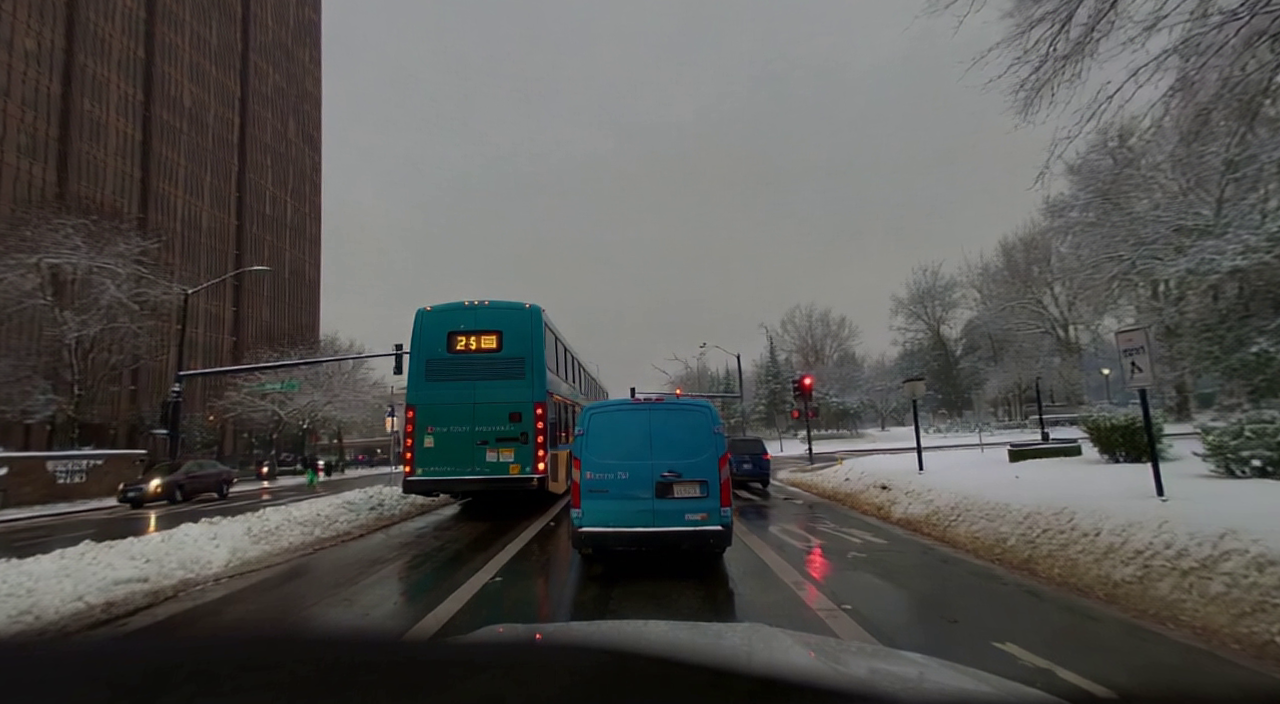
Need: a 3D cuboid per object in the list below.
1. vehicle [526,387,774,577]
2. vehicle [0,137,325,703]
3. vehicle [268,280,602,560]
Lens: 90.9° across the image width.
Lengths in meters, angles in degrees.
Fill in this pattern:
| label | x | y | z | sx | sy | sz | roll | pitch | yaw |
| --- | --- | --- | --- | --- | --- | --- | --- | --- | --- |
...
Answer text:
| label | x | y | z | sx | sy | sz | roll | pitch | yaw |
| --- | --- | --- | --- | --- | --- | --- | --- | --- | --- |
| vehicle | 0.128 | 1.644 | 8.602 | 2.500 | 1.912 | 4.270 | 0 | -9 | 1 |
| vehicle | -2.760 | 0.320 | 0.221 | 2.329 | 2.089 | 5.659 | 0 | -9 | 0 |
| vehicle | -2.900 | 1.808 | 14.571 | 3.042 | 3.445 | 13.615 | 0 | -9 | 1 |
